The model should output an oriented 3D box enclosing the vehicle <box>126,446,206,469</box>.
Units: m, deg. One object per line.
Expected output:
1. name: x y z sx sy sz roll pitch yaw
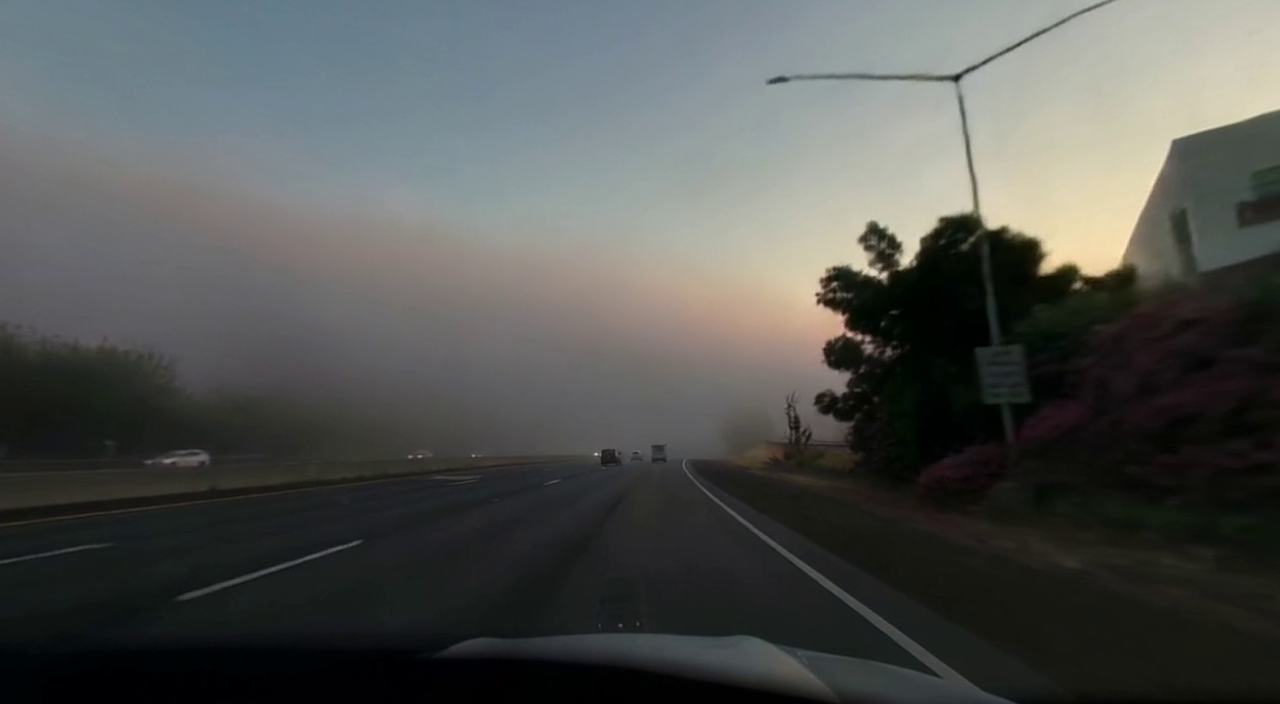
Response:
1. vehicle: -35.719 7.966 47.791 1.896 1.640 4.873 -1 -9 8
